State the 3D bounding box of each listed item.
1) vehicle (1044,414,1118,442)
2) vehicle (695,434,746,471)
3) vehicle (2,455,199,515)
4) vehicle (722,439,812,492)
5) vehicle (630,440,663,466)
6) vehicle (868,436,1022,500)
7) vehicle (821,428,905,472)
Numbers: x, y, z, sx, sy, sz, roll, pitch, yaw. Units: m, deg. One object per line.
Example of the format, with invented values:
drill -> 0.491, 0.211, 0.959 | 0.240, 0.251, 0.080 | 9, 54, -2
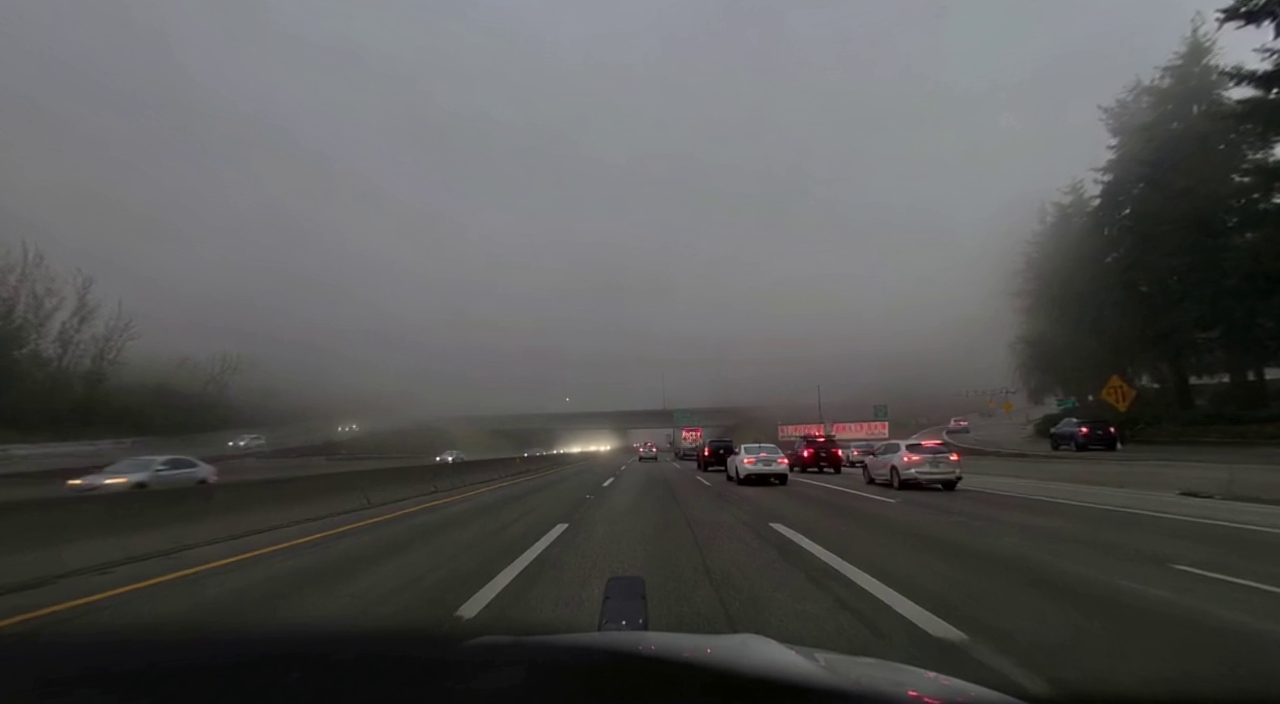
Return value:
vehicle -> 31.504, 5.507, 45.254 | 2.131, 1.840, 4.870 | -1, -8, 5
vehicle -> 4.331, 5.493, 34.519 | 2.086, 1.858, 4.737 | 0, -8, -1
vehicle -> -15.514, 3.800, 18.542 | 1.888, 1.464, 4.395 | 0, -8, 1
vehicle -> 3.895, 3.540, 20.113 | 1.902, 1.481, 4.451 | 0, -8, 0
vehicle -> 0.452, 6.877, 43.025 | 2.124, 1.639, 4.122 | 0, -8, 0
vehicle -> 7.878, 3.022, 16.860 | 1.919, 1.476, 4.303 | 0, -8, -1
vehicle -> 11.222, 4.975, 32.217 | 2.193, 2.025, 5.606 | 0, -8, 0
